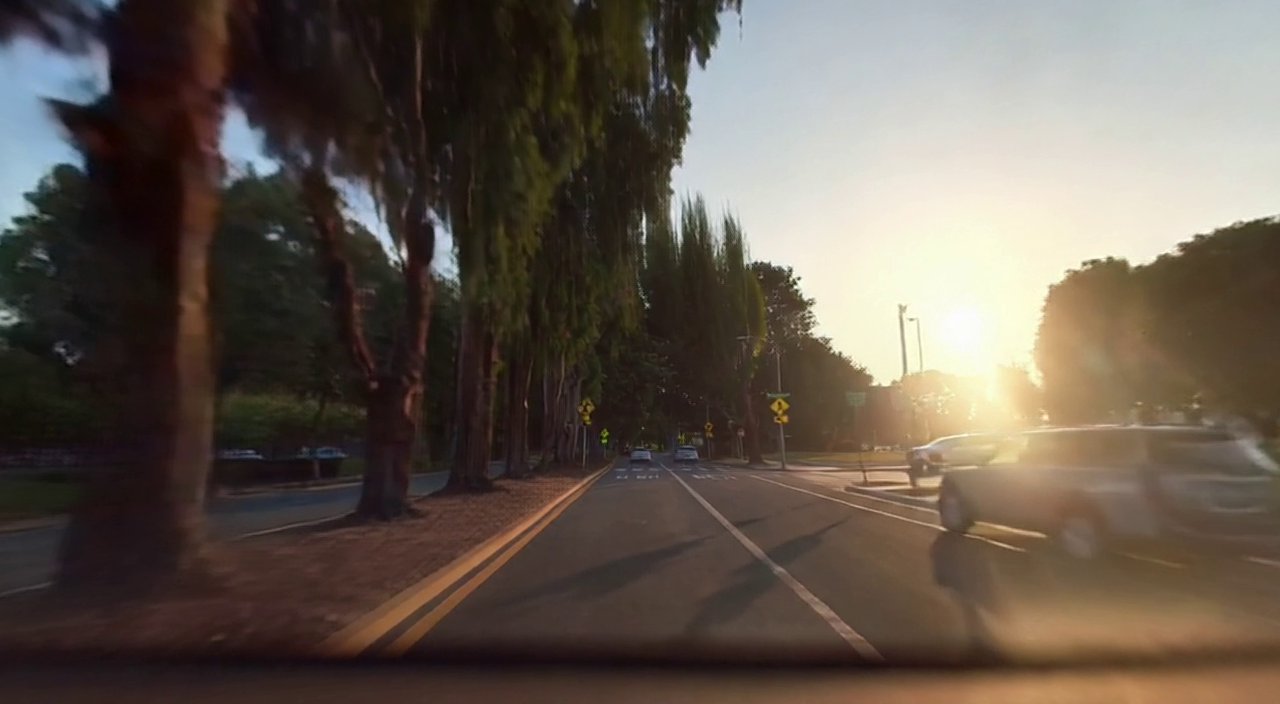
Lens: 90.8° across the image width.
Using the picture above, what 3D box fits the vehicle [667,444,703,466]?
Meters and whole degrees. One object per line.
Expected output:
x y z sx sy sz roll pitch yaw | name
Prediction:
3.158 7.376 45.356 2.142 1.501 4.273 0 -9 -1 | vehicle

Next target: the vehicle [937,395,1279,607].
6.509 1.791 8.643 2.081 1.967 5.211 0 -9 -3 | vehicle
